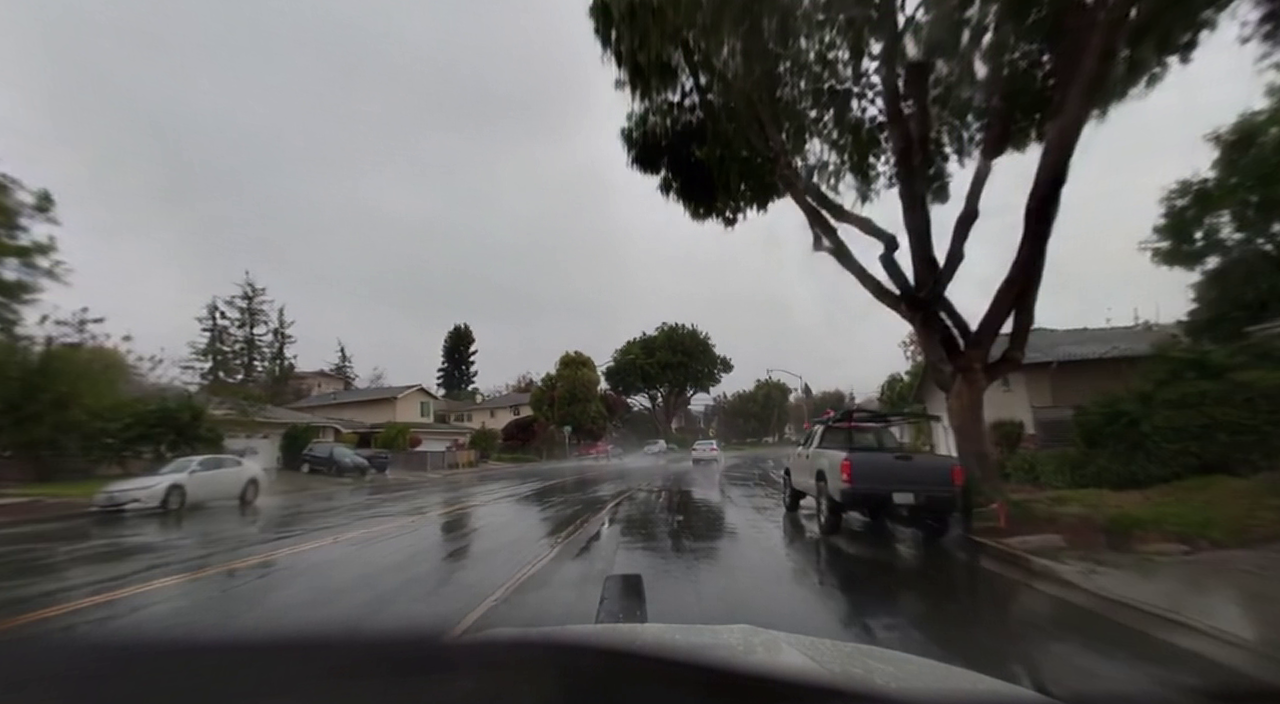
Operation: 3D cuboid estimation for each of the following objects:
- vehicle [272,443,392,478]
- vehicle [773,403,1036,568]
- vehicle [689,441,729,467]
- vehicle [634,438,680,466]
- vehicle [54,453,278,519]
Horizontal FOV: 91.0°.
[{"bbox_3d":[-16.218,5.722,33.354,5.177,1.779,2.199,0,-8,3],"label":"vehicle"},{"bbox_3d":[3.914,2.092,10.844,2.516,2.019,5.790,-1,-8,6],"label":"vehicle"},{"bbox_3d":[4.287,6.201,38.466,1.955,1.459,4.383,-2,-9,12],"label":"vehicle"},{"bbox_3d":[1.188,6.397,40.555,2.178,1.695,4.339,-2,-9,12],"label":"vehicle"},{"bbox_3d":[-12.842,3.643,17.633,2.118,1.496,5.030,-3,-10,5],"label":"vehicle"}]
